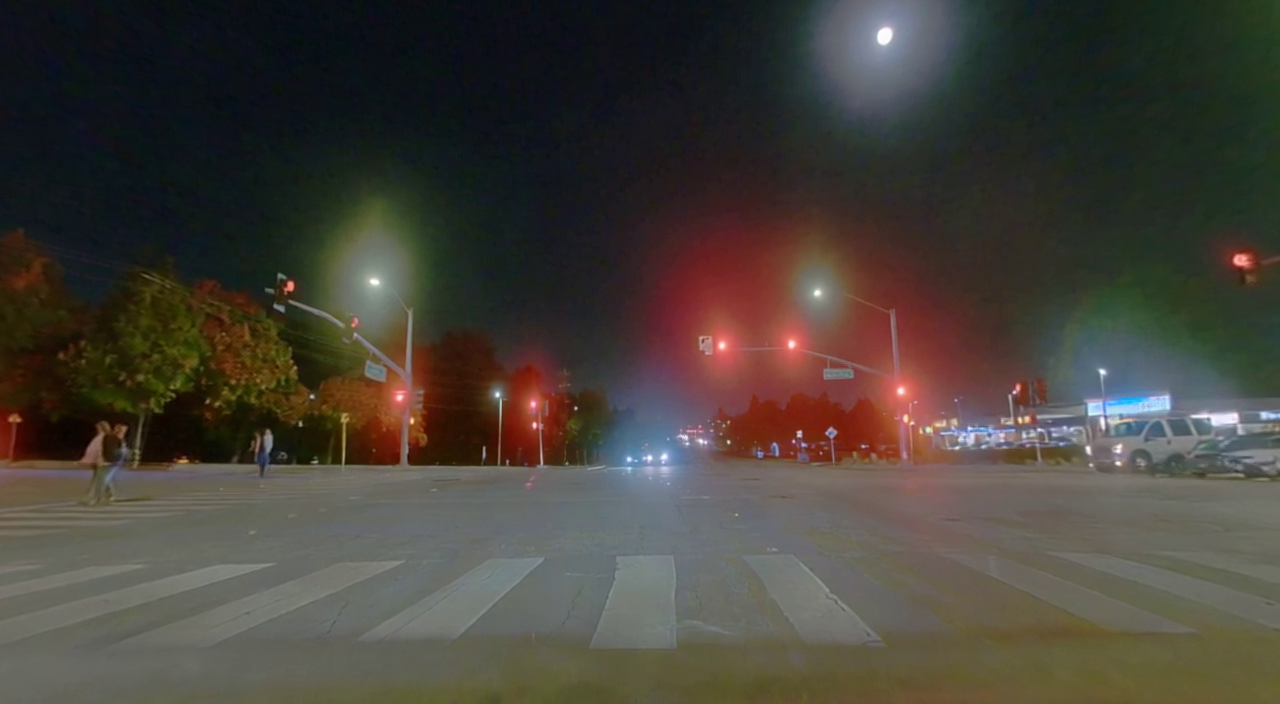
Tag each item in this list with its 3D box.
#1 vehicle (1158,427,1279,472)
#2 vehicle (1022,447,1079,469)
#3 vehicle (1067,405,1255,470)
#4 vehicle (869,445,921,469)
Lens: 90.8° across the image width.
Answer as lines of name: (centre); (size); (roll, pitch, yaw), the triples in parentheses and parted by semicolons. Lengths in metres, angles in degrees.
vehicle: (21.114, 3.361, 21.736); (4.740, 1.464, 1.876); (-1, -9, 3)
vehicle: (27.695, 7.137, 42.749); (1.589, 1.405, 3.633); (-1, -9, 5)
vehicle: (22.939, 3.818, 28.103); (5.855, 2.746, 2.523); (-1, -9, 3)
vehicle: (17.503, 7.183, 43.532); (1.789, 1.557, 4.293); (0, -9, 1)
